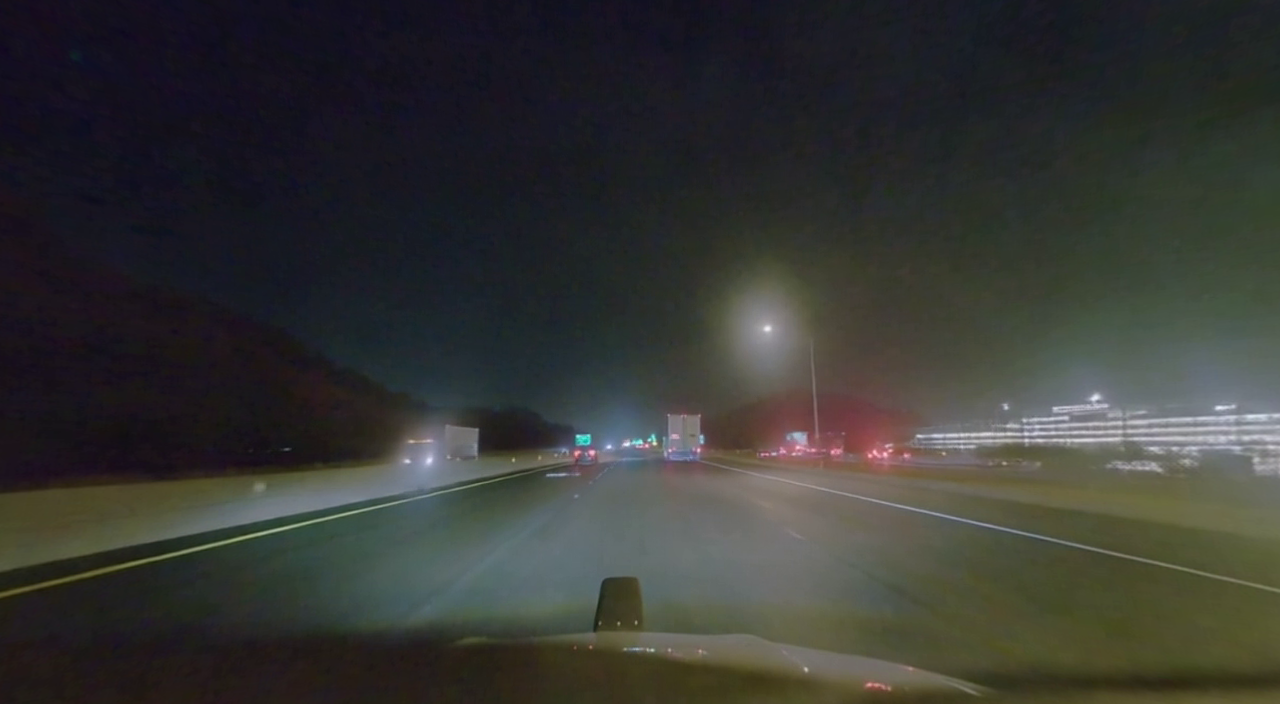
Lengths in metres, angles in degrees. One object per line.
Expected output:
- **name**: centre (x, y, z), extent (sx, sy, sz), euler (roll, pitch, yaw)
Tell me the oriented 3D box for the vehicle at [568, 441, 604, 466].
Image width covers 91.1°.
- **vehicle**: centre (-3.552, 6.744, 41.896), extent (2.100, 1.525, 4.179), euler (0, -9, -1)
